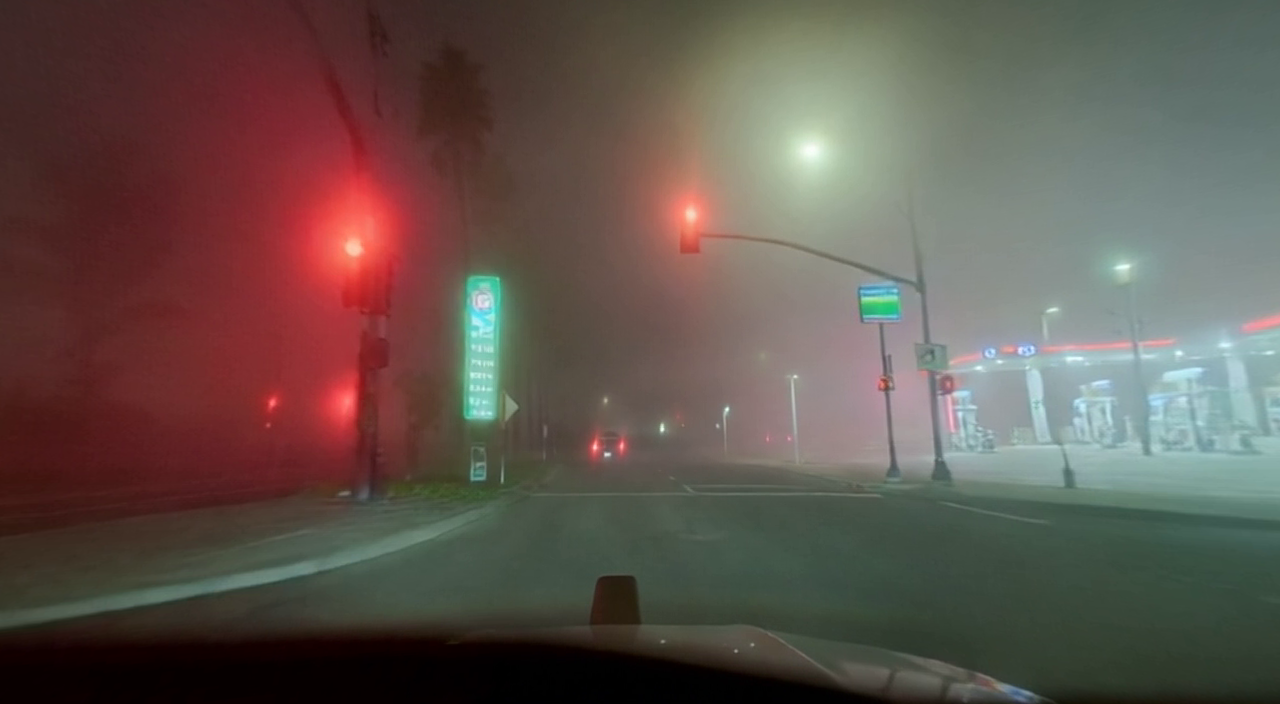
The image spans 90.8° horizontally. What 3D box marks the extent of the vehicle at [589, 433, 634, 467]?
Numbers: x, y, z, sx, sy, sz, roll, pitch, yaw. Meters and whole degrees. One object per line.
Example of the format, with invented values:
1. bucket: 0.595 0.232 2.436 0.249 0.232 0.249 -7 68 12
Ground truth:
1. vehicle: -1.429 4.860 31.358 2.073 1.525 4.809 0 -9 -3
